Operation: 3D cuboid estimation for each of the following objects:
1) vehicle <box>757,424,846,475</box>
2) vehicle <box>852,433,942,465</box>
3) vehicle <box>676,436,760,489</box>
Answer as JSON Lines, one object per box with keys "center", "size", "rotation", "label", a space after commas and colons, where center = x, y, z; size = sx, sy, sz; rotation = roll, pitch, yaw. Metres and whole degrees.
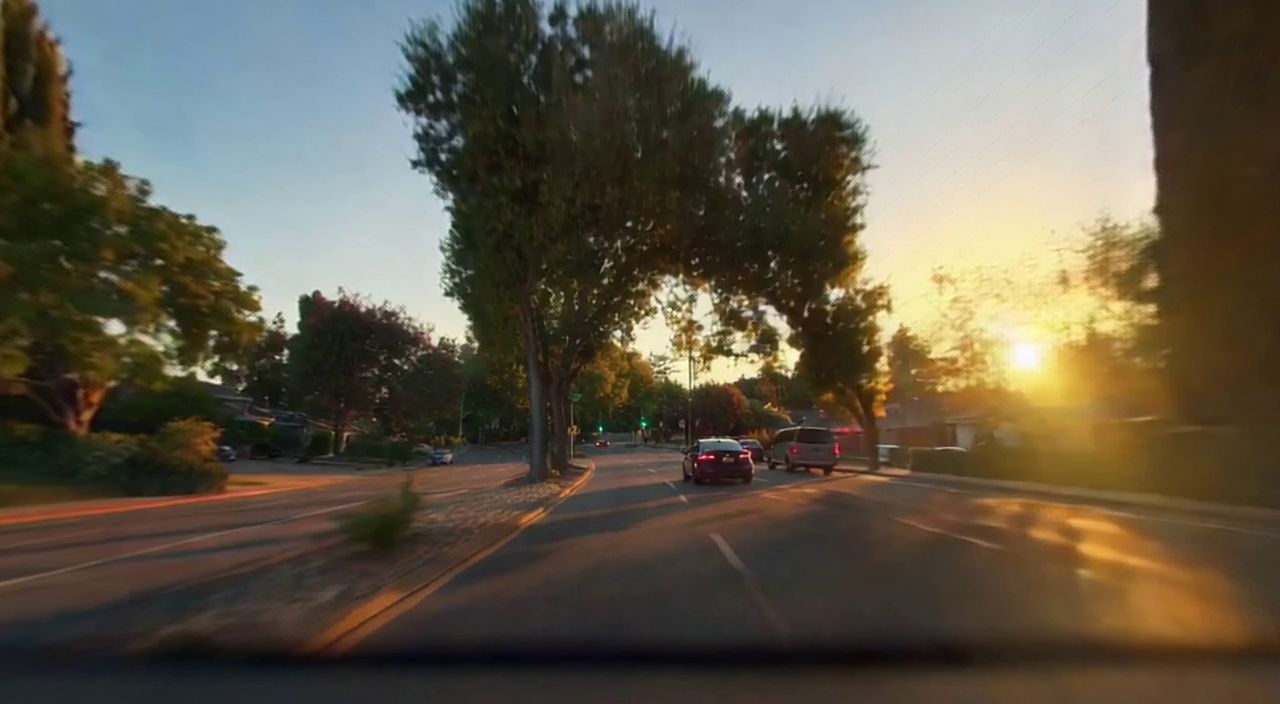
{"center": [6.565, 4.048, 26.241], "size": [2.065, 1.861, 4.704], "rotation": [0, -9, -5], "label": "vehicle"}
{"center": [12.555, 4.777, 30.961], "size": [3.635, 1.482, 1.879], "rotation": [-2, -9, 6], "label": "vehicle"}
{"center": [2.341, 3.453, 19.976], "size": [1.960, 1.479, 4.086], "rotation": [0, -9, -2], "label": "vehicle"}
